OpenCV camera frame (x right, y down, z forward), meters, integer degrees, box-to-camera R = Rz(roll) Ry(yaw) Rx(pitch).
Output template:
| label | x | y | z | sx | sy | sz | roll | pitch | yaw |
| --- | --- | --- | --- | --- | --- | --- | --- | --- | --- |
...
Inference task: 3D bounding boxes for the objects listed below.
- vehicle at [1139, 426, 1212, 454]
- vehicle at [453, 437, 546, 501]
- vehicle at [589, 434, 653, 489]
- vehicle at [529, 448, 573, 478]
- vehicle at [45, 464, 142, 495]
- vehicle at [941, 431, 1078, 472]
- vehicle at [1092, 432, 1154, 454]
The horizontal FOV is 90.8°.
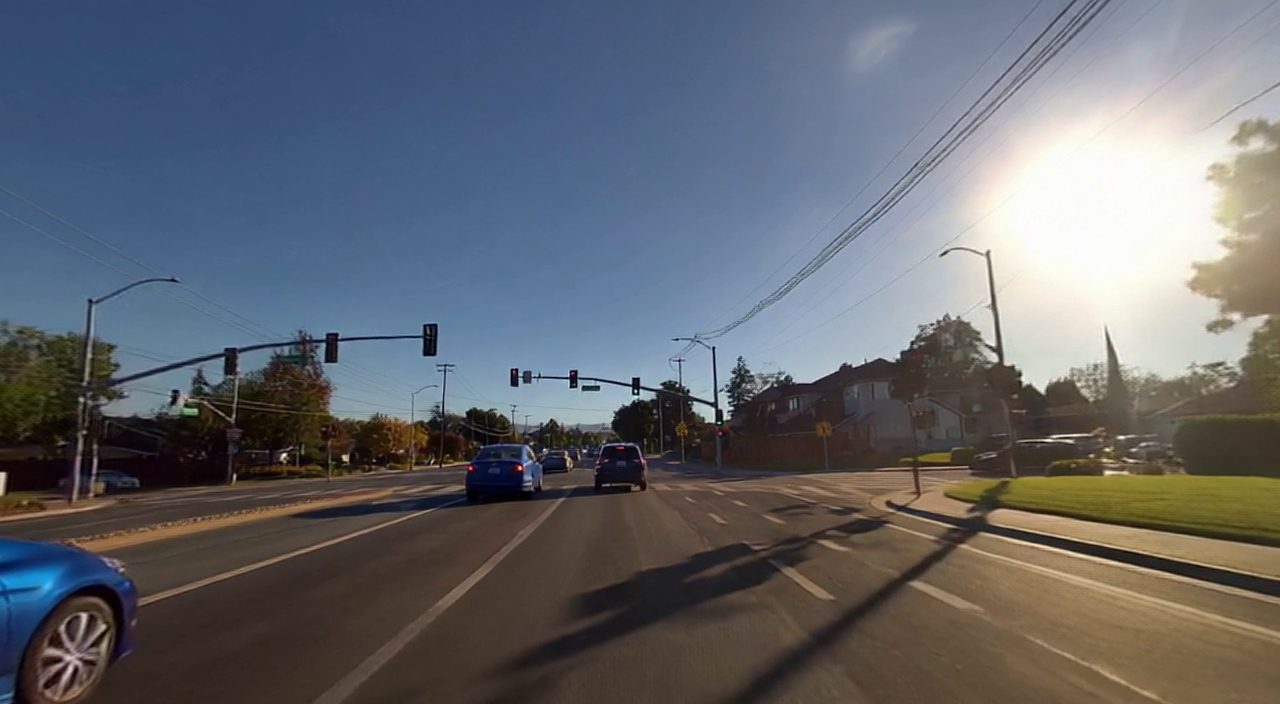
| label | x | y | z | sx | sy | sz | roll | pitch | yaw |
| --- | --- | --- | --- | --- | --- | --- | --- | --- | --- |
| vehicle | 34.829 | 5.755 | 41.218 | 1.901 | 1.712 | 3.920 | -2 | -9 | 13 |
| vehicle | -4.065 | 3.428 | 18.946 | 1.899 | 1.685 | 4.121 | 0 | -8 | -1 |
| vehicle | -0.734 | 4.043 | 23.602 | 2.155 | 1.836 | 4.250 | 0 | -8 | -2 |
| vehicle | -4.606 | 5.782 | 33.273 | 1.863 | 1.449 | 4.153 | 0 | -8 | -2 |
| vehicle | -34.691 | 8.063 | 40.139 | 4.533 | 1.738 | 2.151 | -2 | -9 | 11 |
| vehicle | 19.215 | 5.208 | 33.156 | 5.652 | 1.990 | 2.190 | -2 | -9 | 11 |
| vehicle | 31.859 | 6.036 | 41.806 | 1.754 | 1.414 | 3.590 | -2 | -9 | 11 |
